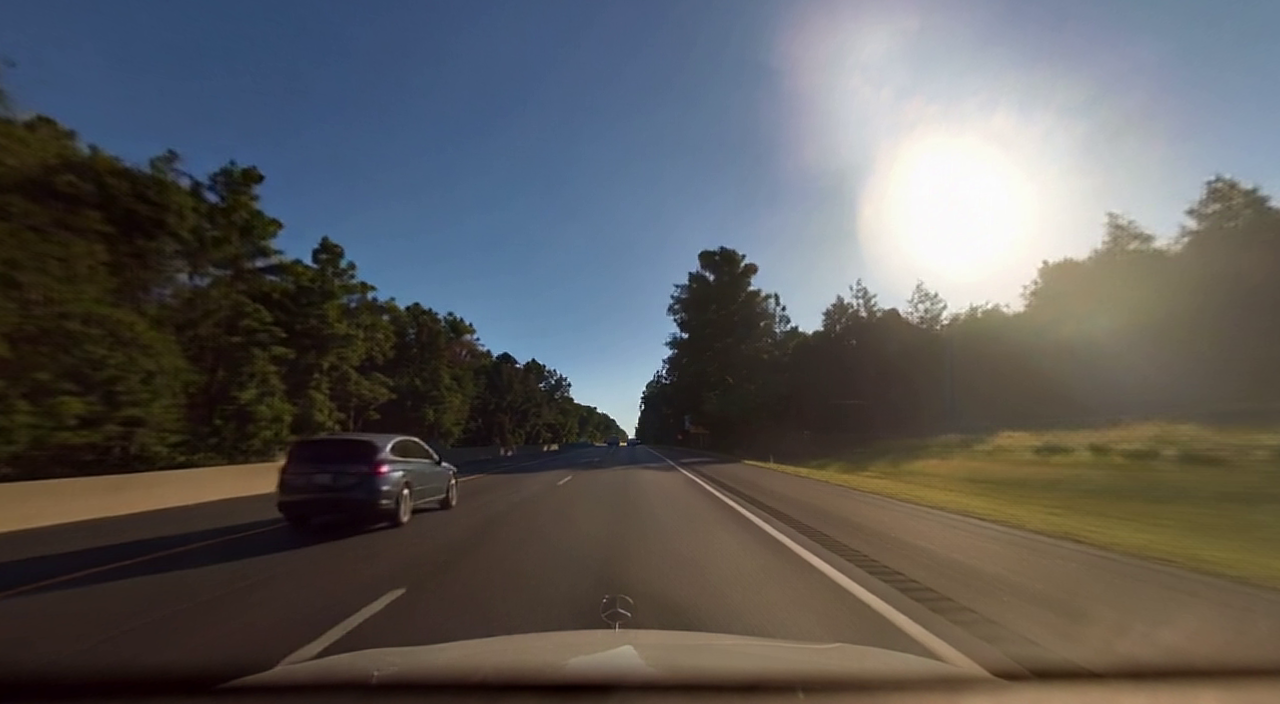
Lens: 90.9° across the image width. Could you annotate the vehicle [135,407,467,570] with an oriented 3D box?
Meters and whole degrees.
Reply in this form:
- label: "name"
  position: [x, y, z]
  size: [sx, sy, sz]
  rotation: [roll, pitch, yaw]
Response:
- label: "vehicle"
  position: [-4.149, 1.725, 8.824]
  size: [2.185, 1.677, 4.390]
  rotation: [0, -8, 0]
